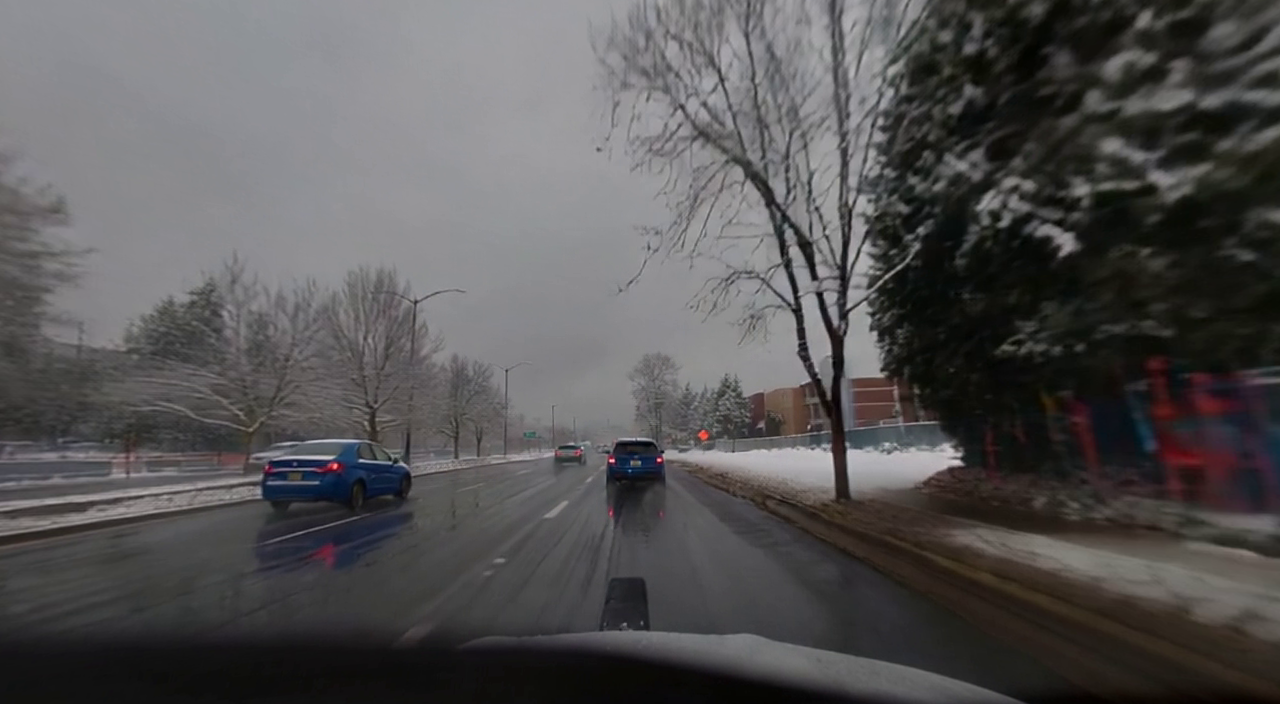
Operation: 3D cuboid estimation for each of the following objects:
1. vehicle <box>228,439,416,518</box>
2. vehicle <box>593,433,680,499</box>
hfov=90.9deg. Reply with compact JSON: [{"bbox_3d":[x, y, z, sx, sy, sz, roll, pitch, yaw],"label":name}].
[{"bbox_3d":[-6.788,2.717,14.114,1.877,1.479,4.430,0,-9,0],"label":"vehicle"},{"bbox_3d":[-0.154,3.233,18.278,2.227,1.654,4.091,0,-9,-2],"label":"vehicle"}]
